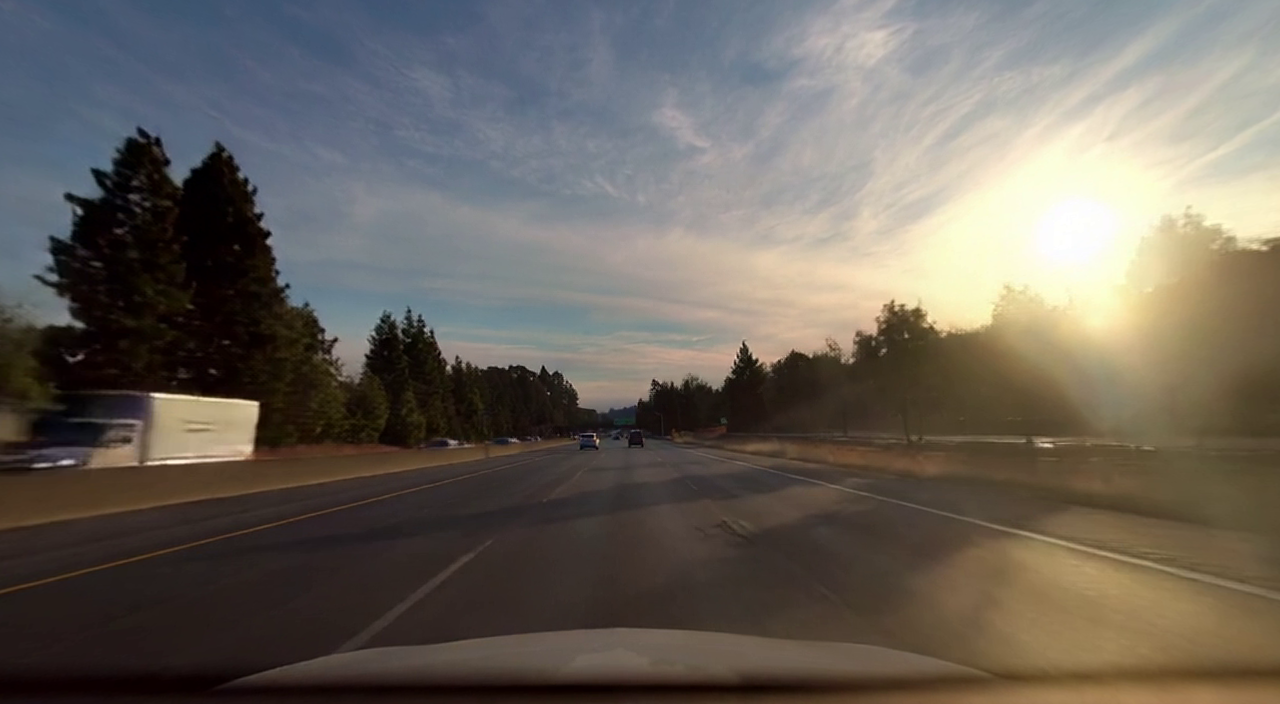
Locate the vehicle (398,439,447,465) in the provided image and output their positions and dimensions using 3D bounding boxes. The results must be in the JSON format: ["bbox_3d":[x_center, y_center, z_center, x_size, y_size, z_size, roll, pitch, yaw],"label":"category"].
[{"bbox_3d":[-12.467,5.732,36.318,1.670,1.408,3.525,0,-8,-1],"label":"vehicle"}]

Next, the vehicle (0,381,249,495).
[{"bbox_3d":[-16.383,2.786,20.556,2.502,3.011,7.439,0,-8,-1],"label":"vehicle"}]
